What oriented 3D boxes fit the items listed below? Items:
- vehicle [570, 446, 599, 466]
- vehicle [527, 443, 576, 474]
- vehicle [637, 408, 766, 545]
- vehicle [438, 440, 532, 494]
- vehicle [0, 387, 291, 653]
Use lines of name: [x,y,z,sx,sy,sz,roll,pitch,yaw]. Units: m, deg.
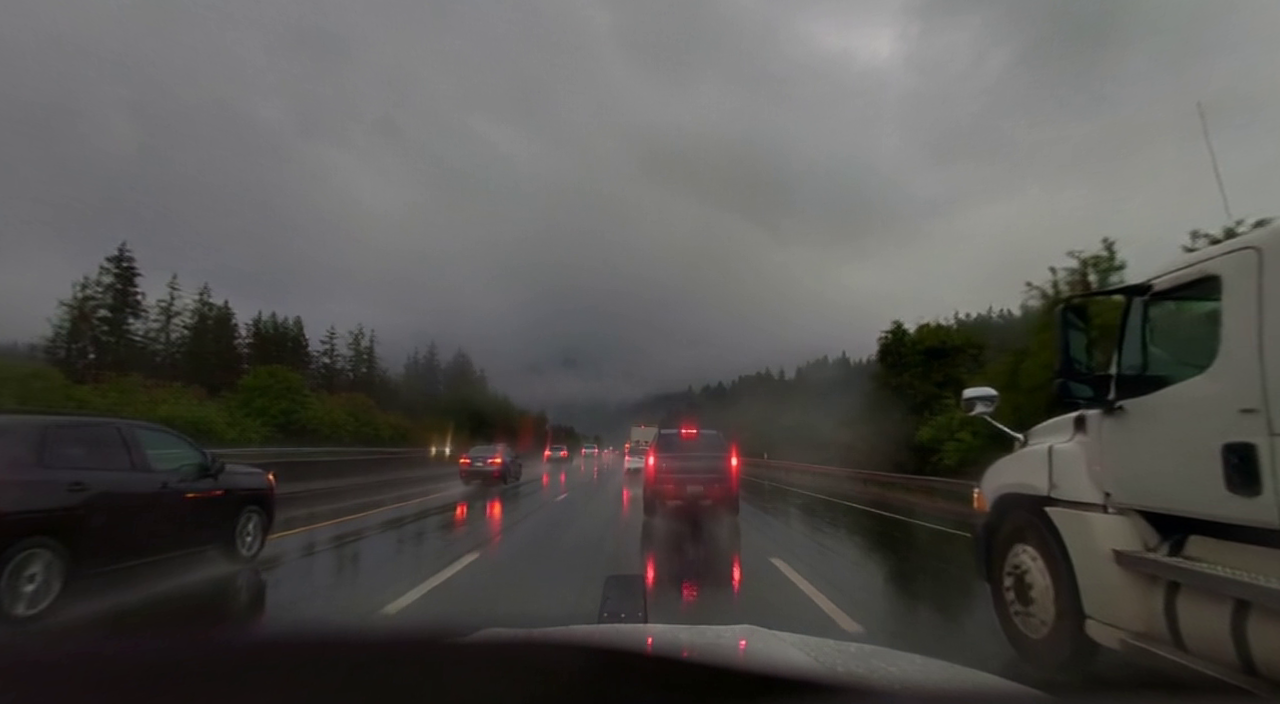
vehicle: [-4.289,8.113,49.312,1.857,1.423,3.920,0,-9,1]
vehicle: [-4.629,5.624,33.585,1.855,1.527,4.209,0,-9,2]
vehicle: [0.865,2.072,11.009,1.825,1.920,3.960,0,-9,0]
vehicle: [-4.678,3.527,19.626,1.867,1.489,3.829,0,-9,1]
vehicle: [-4.955,1.208,4.959,1.934,1.642,4.201,0,-9,1]
